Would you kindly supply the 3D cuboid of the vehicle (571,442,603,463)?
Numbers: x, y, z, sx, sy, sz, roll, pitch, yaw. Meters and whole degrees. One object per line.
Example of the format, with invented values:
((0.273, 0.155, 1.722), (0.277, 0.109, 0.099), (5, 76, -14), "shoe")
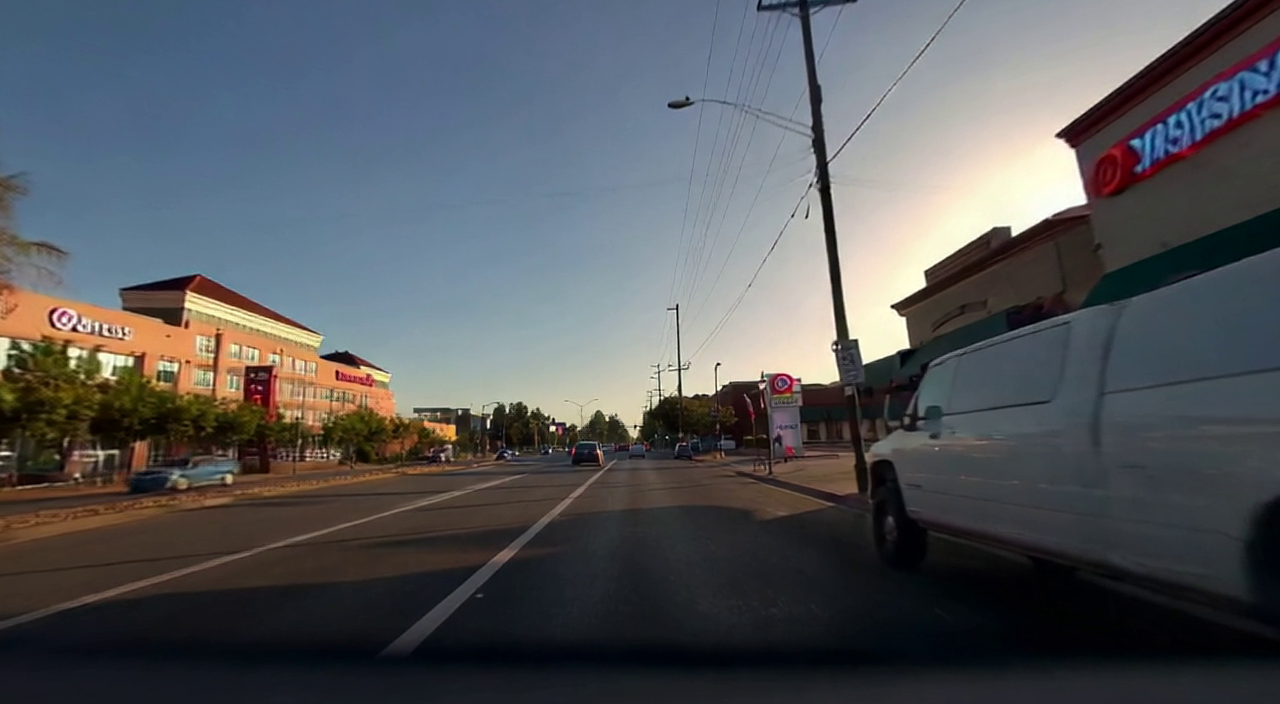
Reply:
((-3.937, 7.624, 47.901), (2.179, 1.490, 4.742), (0, -9, -2), "vehicle")

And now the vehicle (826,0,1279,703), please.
((3.874, 0.300, 3.958), (3.089, 3.207, 7.611), (0, -9, 0), "vehicle")

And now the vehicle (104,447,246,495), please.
((-18.511, 4.715, 25.514), (2.144, 1.725, 4.716), (0, -9, 0), "vehicle")
